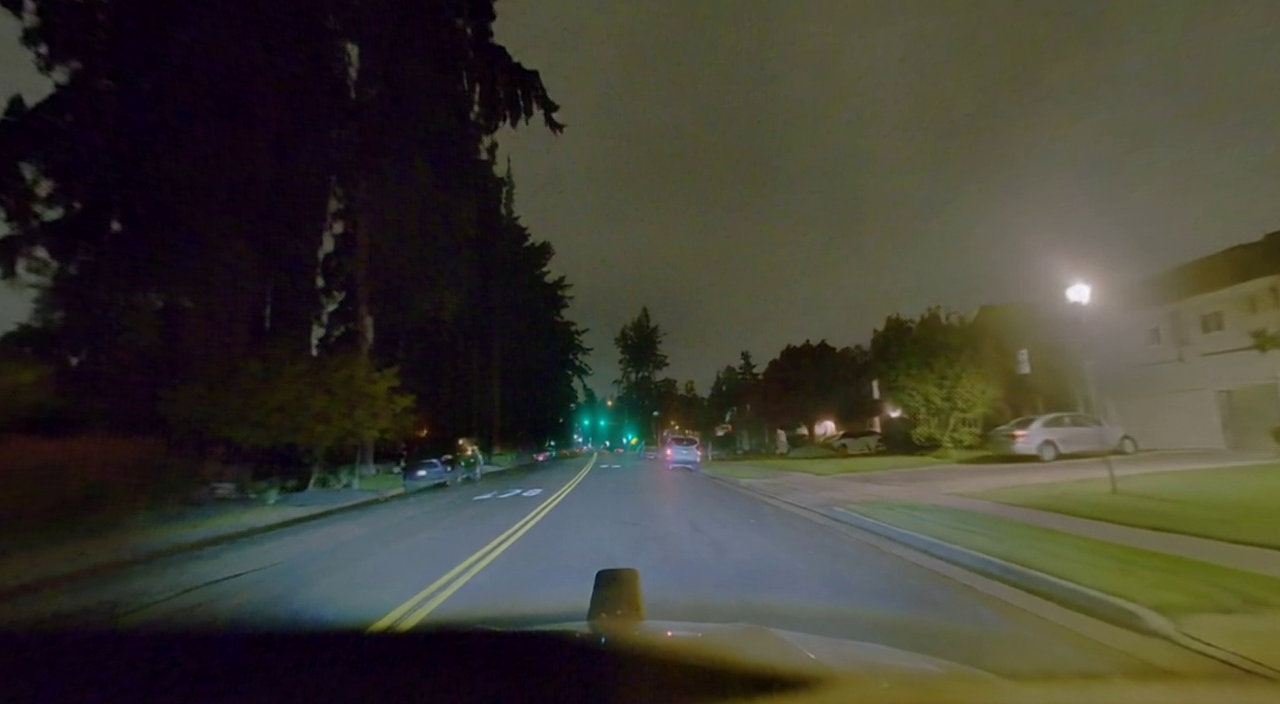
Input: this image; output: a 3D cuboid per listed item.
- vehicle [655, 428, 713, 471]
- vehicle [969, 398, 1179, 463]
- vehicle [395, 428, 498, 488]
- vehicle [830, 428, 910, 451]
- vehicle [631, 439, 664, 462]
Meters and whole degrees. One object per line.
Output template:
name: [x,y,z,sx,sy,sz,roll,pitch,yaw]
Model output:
vehicle: [1.831,4.243,27.821,2.007,1.702,4.430,-1,-8,-3]
vehicle: [13.269,2.449,19.592,4.938,1.830,2.024,-1,-8,0]
vehicle: [-6.682,3.764,22.563,2.102,1.801,5.574,-1,-9,-2]
vehicle: [15.160,5.768,41.818,4.560,1.350,1.882,-2,-7,1]
vehicle: [0.503,7.308,47.056,1.988,1.618,4.567,0,-8,-5]
